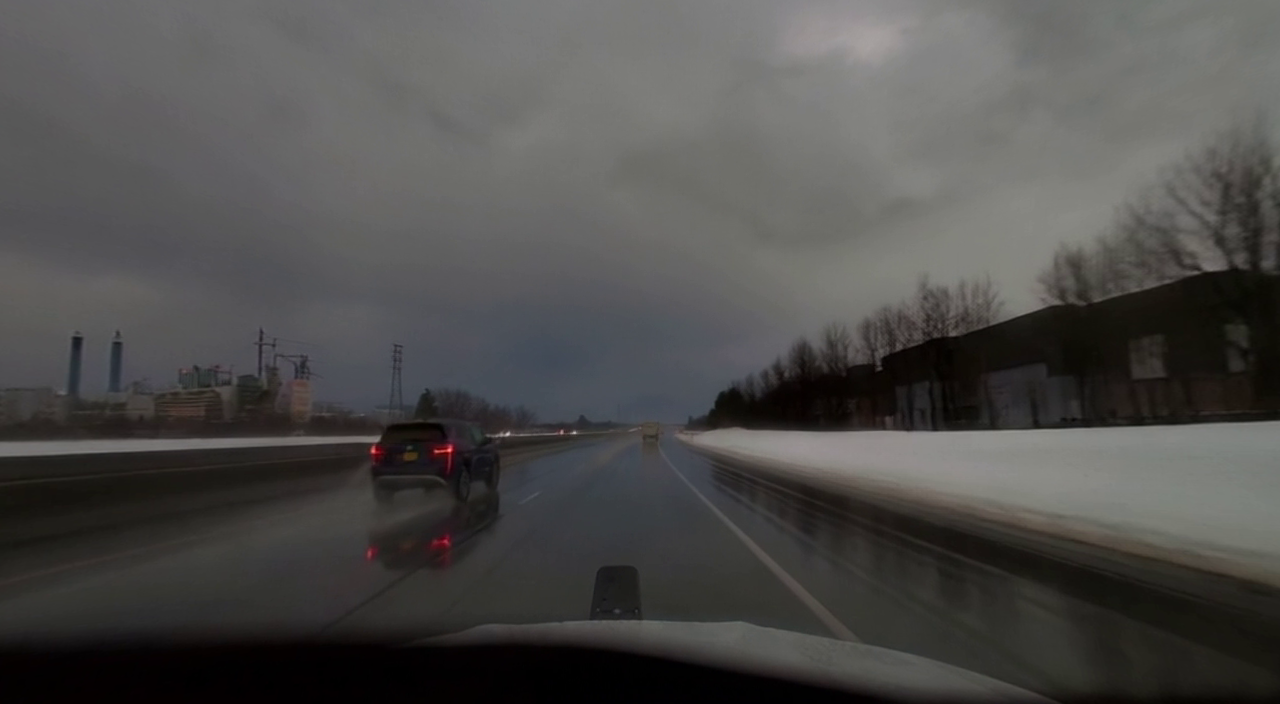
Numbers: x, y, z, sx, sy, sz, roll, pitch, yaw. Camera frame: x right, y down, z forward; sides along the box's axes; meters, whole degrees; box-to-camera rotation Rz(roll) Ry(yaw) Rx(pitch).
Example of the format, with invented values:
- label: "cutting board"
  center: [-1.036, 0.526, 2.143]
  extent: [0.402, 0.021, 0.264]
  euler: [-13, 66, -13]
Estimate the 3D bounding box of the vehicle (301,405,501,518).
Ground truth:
- label: "vehicle"
  center: [-4.057, 1.930, 11.607]
  extent: [2.018, 1.678, 4.312]
  euler: [0, -8, 0]
